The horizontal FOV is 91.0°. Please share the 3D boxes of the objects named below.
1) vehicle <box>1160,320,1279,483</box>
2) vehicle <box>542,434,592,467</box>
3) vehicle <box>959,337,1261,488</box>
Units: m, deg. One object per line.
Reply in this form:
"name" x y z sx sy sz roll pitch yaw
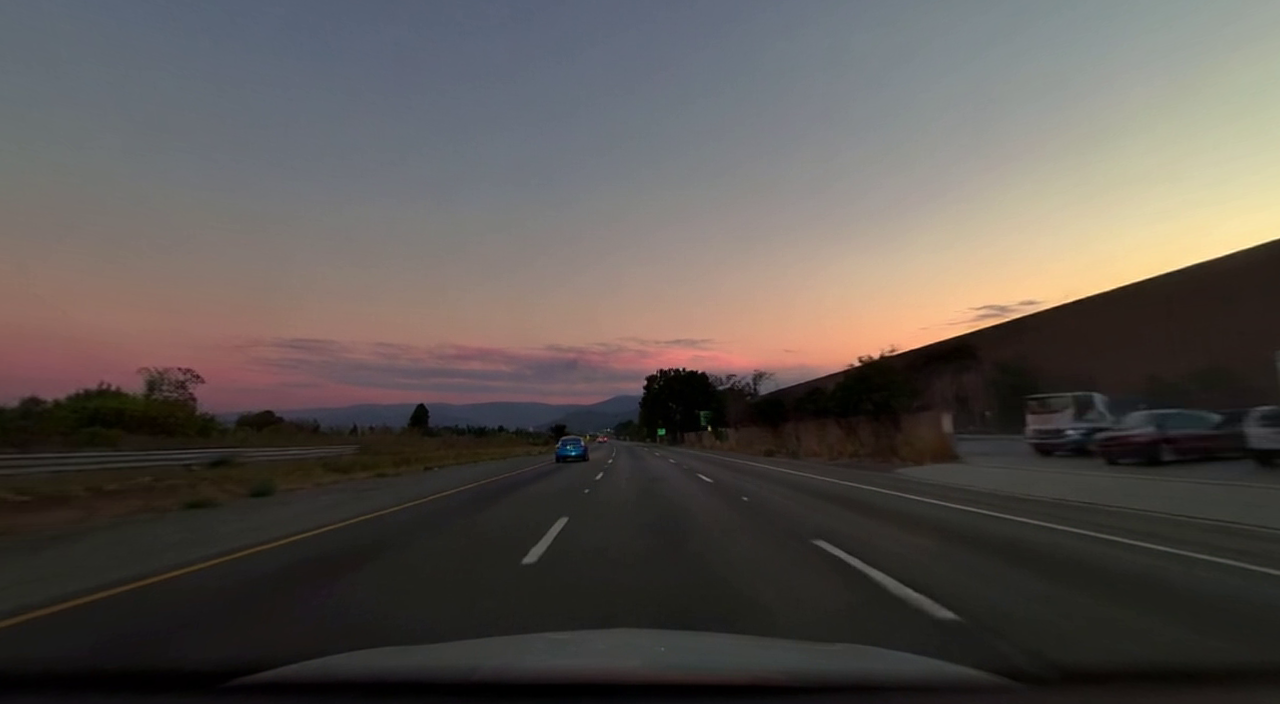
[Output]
"vehicle" 17.307 1.207 14.620 2.909 4.017 8.582 4 -6 -3
"vehicle" -3.823 5.221 33.654 2.206 1.604 4.374 0 -8 0
"vehicle" 16.525 2.383 23.880 2.935 4.242 10.799 4 -7 -2
